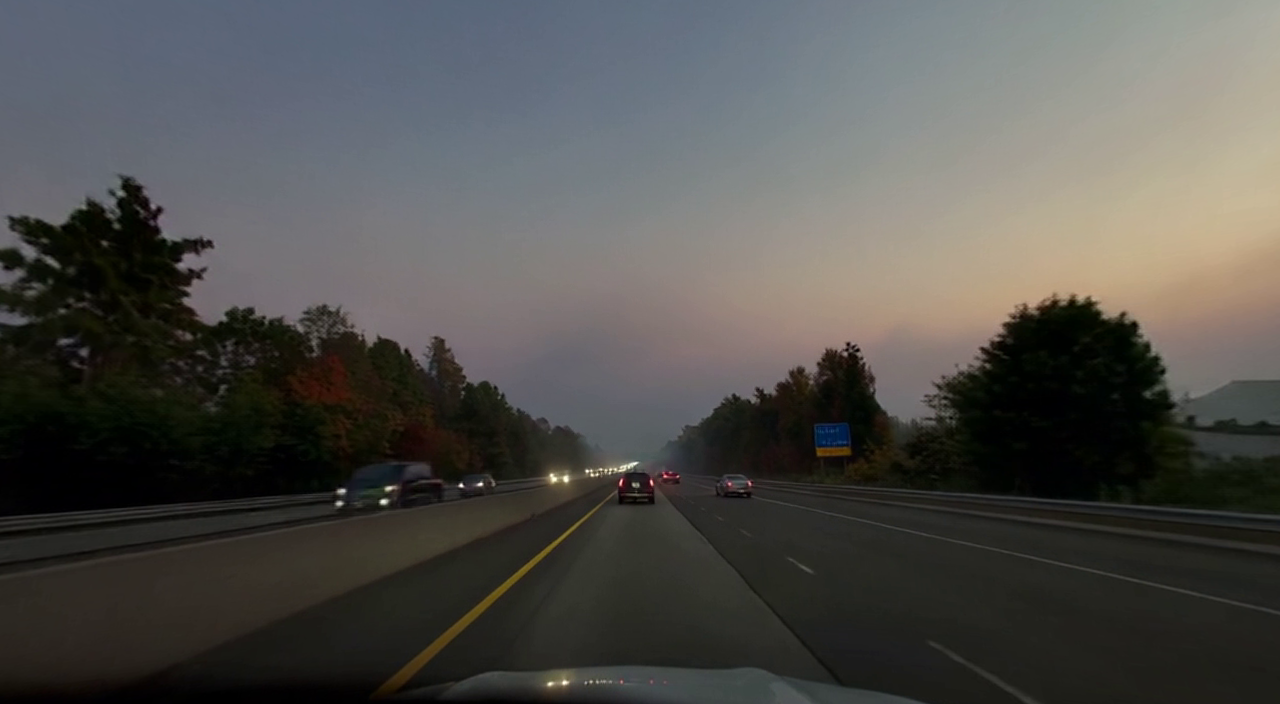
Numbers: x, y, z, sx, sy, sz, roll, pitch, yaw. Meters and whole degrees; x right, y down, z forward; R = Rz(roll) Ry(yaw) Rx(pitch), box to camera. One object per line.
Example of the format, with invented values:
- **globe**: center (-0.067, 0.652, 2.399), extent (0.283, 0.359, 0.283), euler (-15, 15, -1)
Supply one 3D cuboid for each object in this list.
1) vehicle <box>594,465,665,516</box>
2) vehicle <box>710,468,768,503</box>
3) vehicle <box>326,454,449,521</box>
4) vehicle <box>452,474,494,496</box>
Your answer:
- **vehicle**: center (-0.309, 4.429, 20.470), extent (2.060, 1.473, 3.726), euler (1, -10, 0)
- **vehicle**: center (4.560, 6.241, 29.695), extent (1.974, 1.476, 4.119), euler (1, -10, -1)
- **vehicle**: center (-8.620, 4.686, 22.125), extent (2.231, 2.036, 4.904), euler (1, -10, 0)
- **vehicle**: center (-12.140, 9.703, 46.114), extent (1.880, 1.420, 4.212), euler (1, -10, 0)
